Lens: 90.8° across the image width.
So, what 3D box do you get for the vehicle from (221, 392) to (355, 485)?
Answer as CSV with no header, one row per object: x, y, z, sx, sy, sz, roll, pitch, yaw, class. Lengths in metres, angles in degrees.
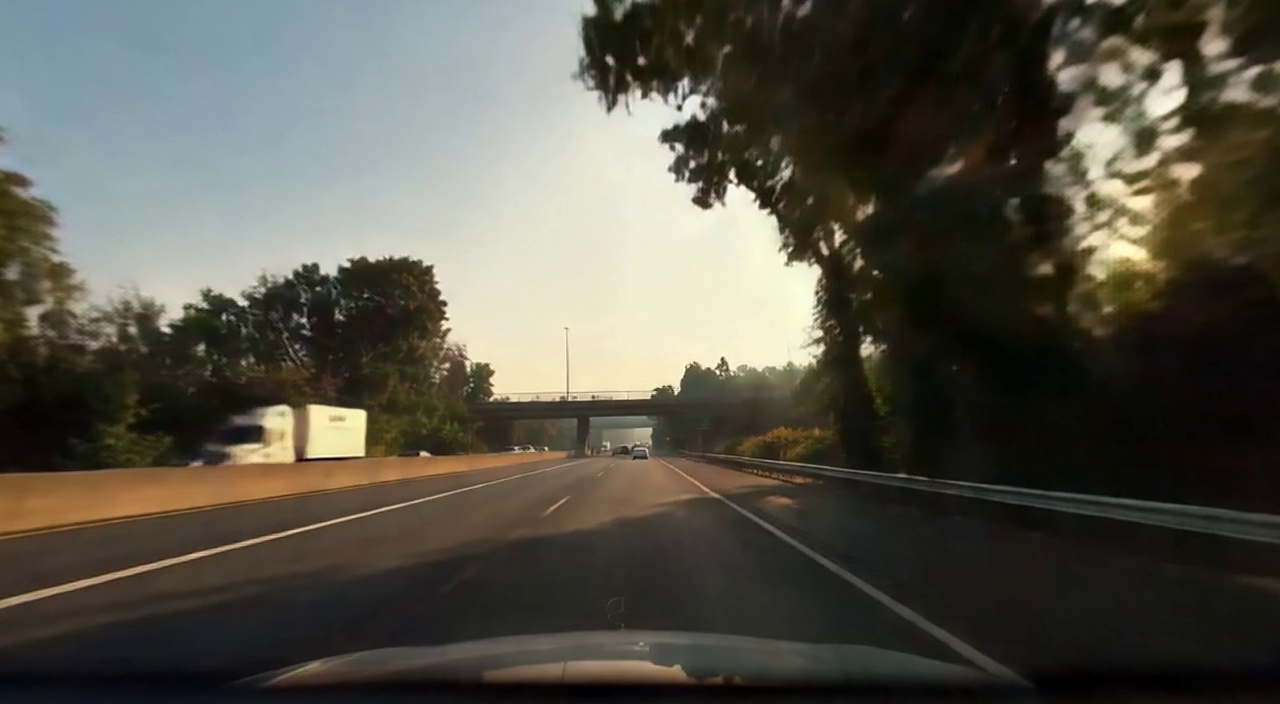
-16.642,4.198,30.415,3.007,3.979,5.840,0,-9,-1,vehicle
